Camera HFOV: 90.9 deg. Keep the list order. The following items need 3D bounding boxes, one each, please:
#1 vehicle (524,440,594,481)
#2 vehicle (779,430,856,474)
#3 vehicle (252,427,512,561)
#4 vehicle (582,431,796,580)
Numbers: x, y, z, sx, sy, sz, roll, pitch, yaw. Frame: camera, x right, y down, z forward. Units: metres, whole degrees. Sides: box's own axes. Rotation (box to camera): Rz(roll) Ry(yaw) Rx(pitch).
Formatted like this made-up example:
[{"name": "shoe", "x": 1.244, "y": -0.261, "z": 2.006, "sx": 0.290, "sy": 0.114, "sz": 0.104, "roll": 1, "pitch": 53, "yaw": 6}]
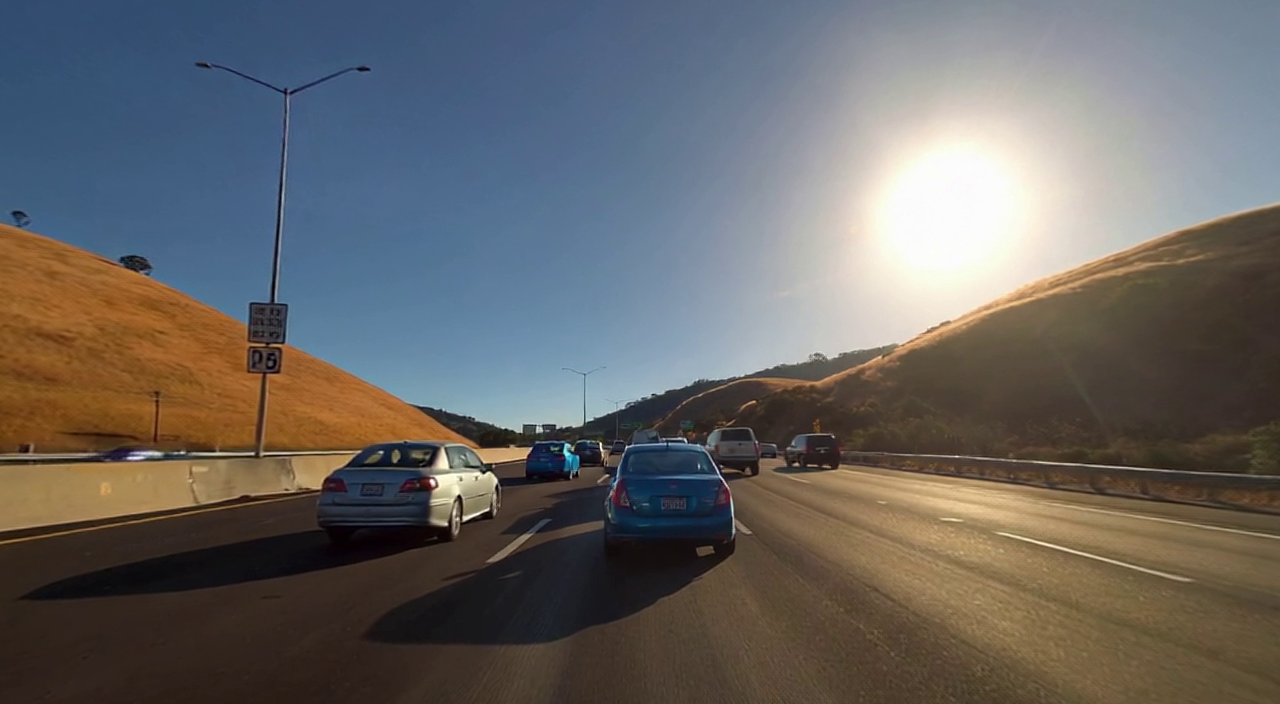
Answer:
[{"name": "vehicle", "x": -3.085, "y": 4.233, "z": 24.873, "sx": 2.017, "sy": 1.446, "sz": 4.384, "roll": -1, "pitch": -8, "yaw": 2}, {"name": "vehicle", "x": 7.729, "y": 4.398, "z": 27.959, "sx": 2.071, "sy": 1.754, "sz": 4.586, "roll": 0, "pitch": -8, "yaw": 0}, {"name": "vehicle", "x": -3.417, "y": 1.962, "z": 9.480, "sx": 2.033, "sy": 1.513, "sz": 4.333, "roll": 0, "pitch": -8, "yaw": 1}, {"name": "vehicle", "x": 0.503, "y": 1.793, "z": 8.162, "sx": 2.072, "sy": 1.431, "sz": 3.904, "roll": 0, "pitch": -8, "yaw": 1}]
